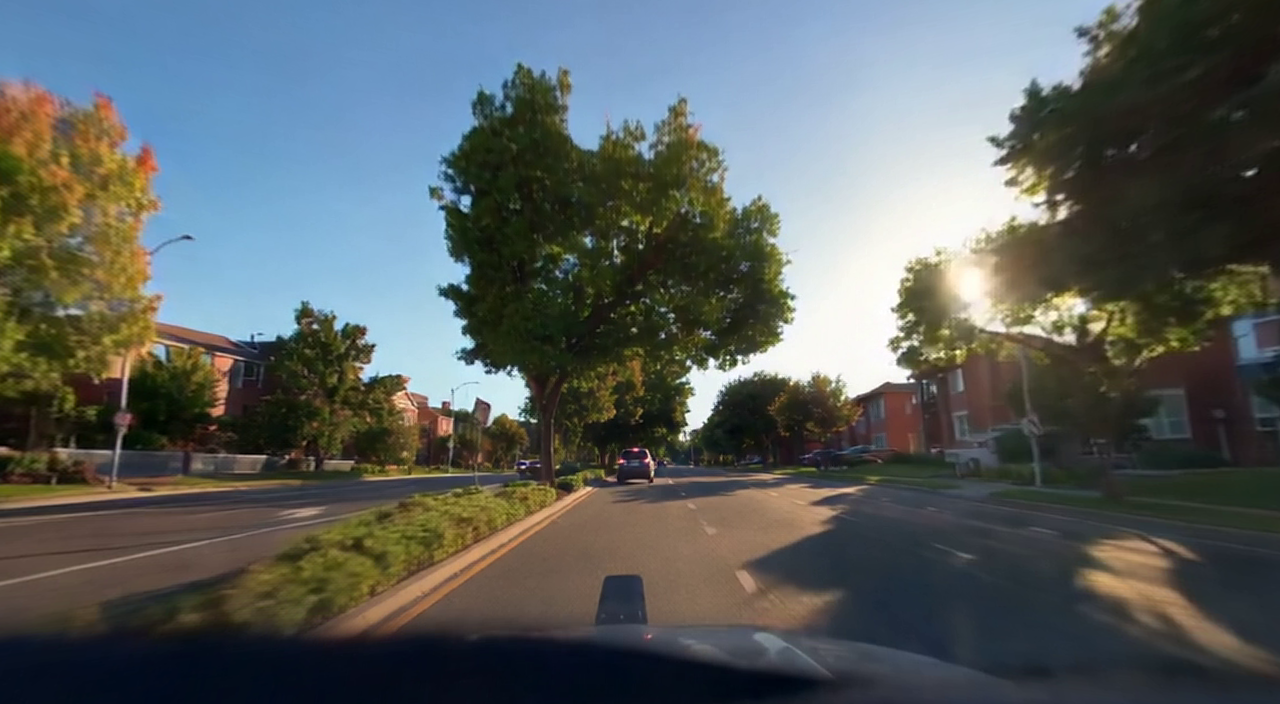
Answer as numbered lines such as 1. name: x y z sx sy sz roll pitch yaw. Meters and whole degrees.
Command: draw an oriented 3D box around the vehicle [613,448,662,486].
1. vehicle: -0.073 5.284 29.295 2.093 1.591 4.247 0 -9 1
